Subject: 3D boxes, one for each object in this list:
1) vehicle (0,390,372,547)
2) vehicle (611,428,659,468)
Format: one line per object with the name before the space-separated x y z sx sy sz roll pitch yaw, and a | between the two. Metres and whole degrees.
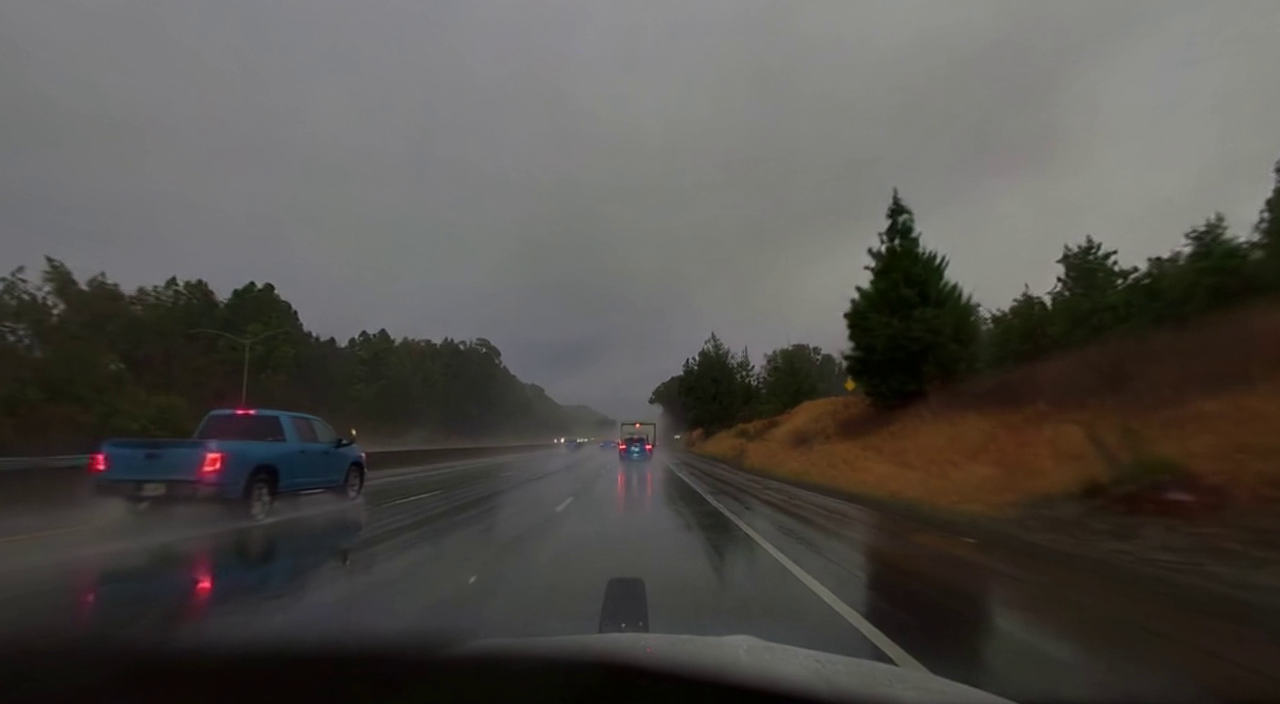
vehicle | -6.997 1.877 10.819 2.323 1.947 5.672 0 -8 0
vehicle | -0.234 4.997 32.849 2.309 1.915 5.130 0 -8 0
